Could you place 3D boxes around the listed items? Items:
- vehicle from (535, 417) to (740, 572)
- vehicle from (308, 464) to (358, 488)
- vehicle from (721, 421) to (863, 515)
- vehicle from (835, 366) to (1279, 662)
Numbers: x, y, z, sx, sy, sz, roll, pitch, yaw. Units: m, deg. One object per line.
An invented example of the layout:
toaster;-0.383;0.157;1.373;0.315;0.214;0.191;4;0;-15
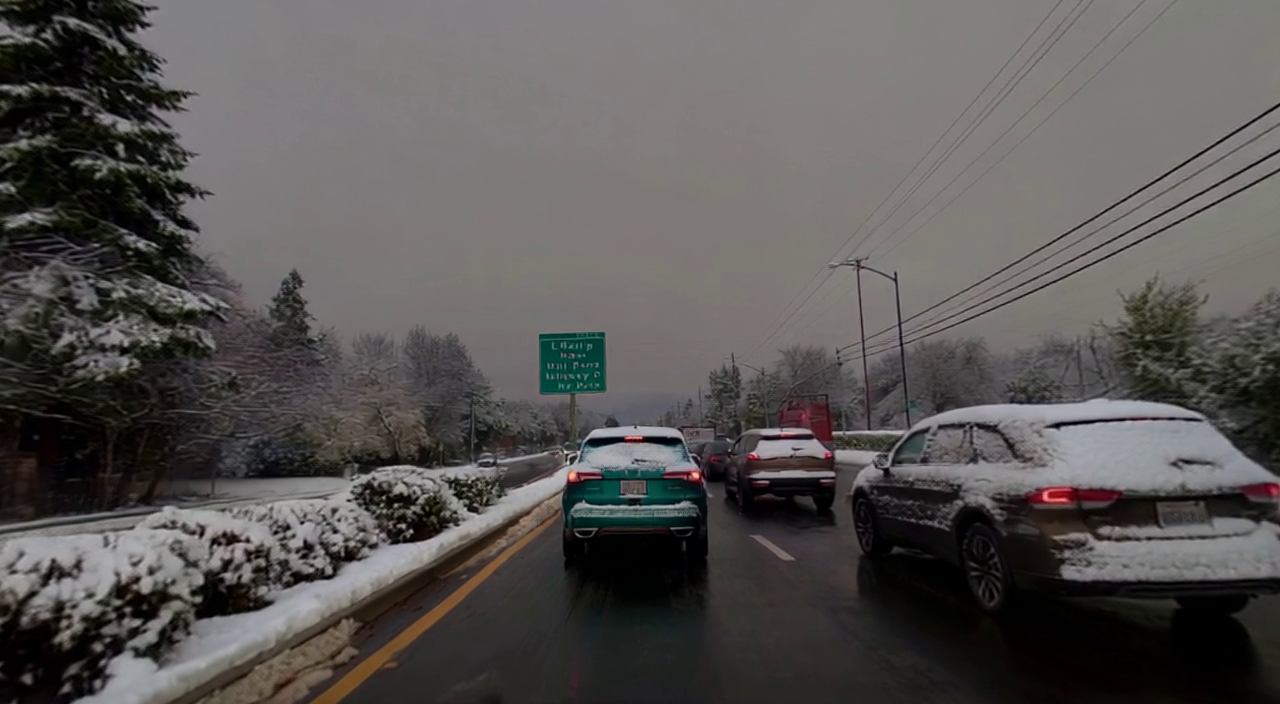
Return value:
vehicle;-0.069;1.846;8.987;2.199;1.641;4.232;0;-8;-1
vehicle;-22.895;9.251;47.246;1.847;1.554;3.926;0;-8;-1
vehicle;3.285;2.622;14.773;2.097;1.818;4.625;0;-8;-1
vehicle;3.509;1.238;5.840;2.001;1.707;4.250;0;-8;-1
